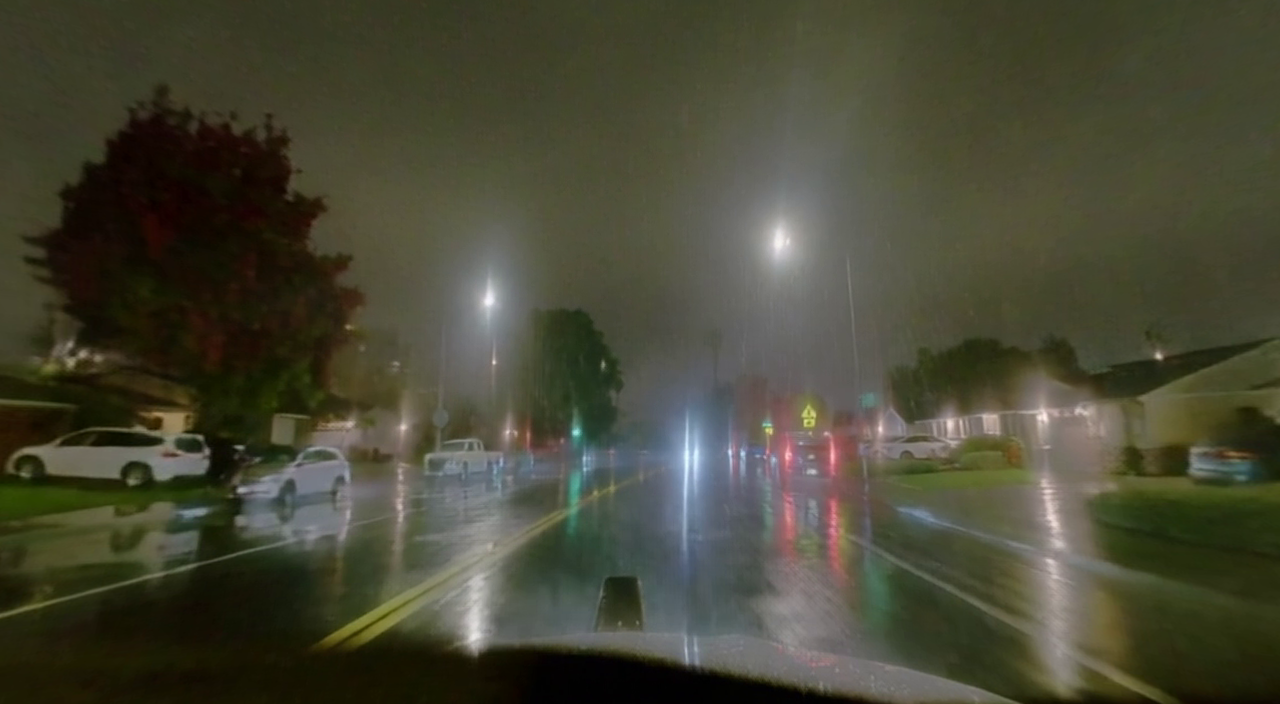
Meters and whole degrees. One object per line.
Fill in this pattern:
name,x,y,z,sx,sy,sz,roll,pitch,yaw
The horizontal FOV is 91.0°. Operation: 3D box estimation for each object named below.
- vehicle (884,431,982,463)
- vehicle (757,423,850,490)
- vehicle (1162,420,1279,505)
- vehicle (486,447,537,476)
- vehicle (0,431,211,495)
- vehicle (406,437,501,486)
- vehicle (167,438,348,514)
vehicle,16.827,5.498,36.408,4.637,1.661,2.158,-3,-8,11
vehicle,5.949,3.890,23.868,2.574,2.156,6.672,-2,-8,8
vehicle,13.744,2.119,12.420,4.810,1.550,2.018,-2,-8,9
vehicle,-7.854,6.706,38.866,1.967,1.488,4.216,-6,-9,3
vehicle,-17.276,3.551,20.443,5.192,1.915,2.200,-1,-8,6
vehicle,-8.980,5.319,30.912,2.450,1.998,5.367,-6,-9,7
vehicle,-10.710,3.475,18.162,2.105,1.776,4.657,-4,-9,4
